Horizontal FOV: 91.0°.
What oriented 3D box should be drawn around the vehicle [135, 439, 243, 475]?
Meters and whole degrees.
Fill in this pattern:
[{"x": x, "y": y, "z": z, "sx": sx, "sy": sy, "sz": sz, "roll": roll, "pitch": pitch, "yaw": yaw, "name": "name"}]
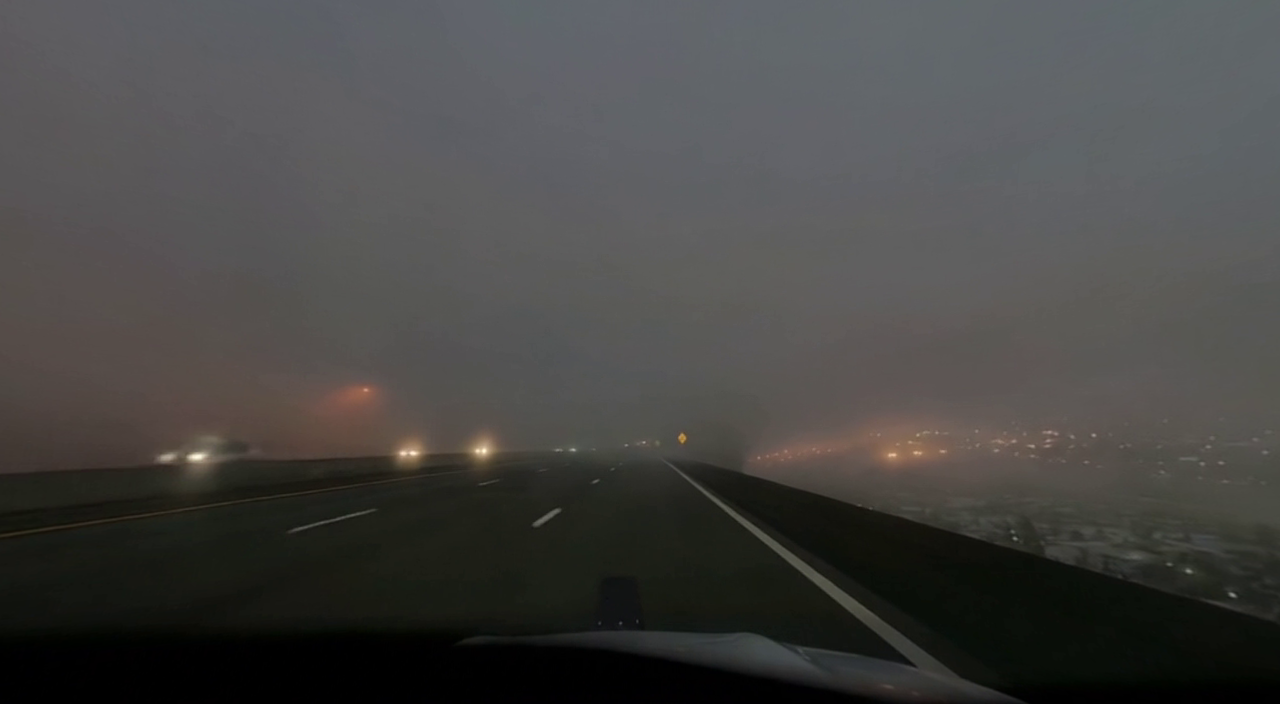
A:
[{"x": -20.791, "y": 4.871, "z": 29.274, "sx": 1.852, "sy": 1.534, "sz": 4.136, "roll": 0, "pitch": -9, "yaw": 1, "name": "vehicle"}]
